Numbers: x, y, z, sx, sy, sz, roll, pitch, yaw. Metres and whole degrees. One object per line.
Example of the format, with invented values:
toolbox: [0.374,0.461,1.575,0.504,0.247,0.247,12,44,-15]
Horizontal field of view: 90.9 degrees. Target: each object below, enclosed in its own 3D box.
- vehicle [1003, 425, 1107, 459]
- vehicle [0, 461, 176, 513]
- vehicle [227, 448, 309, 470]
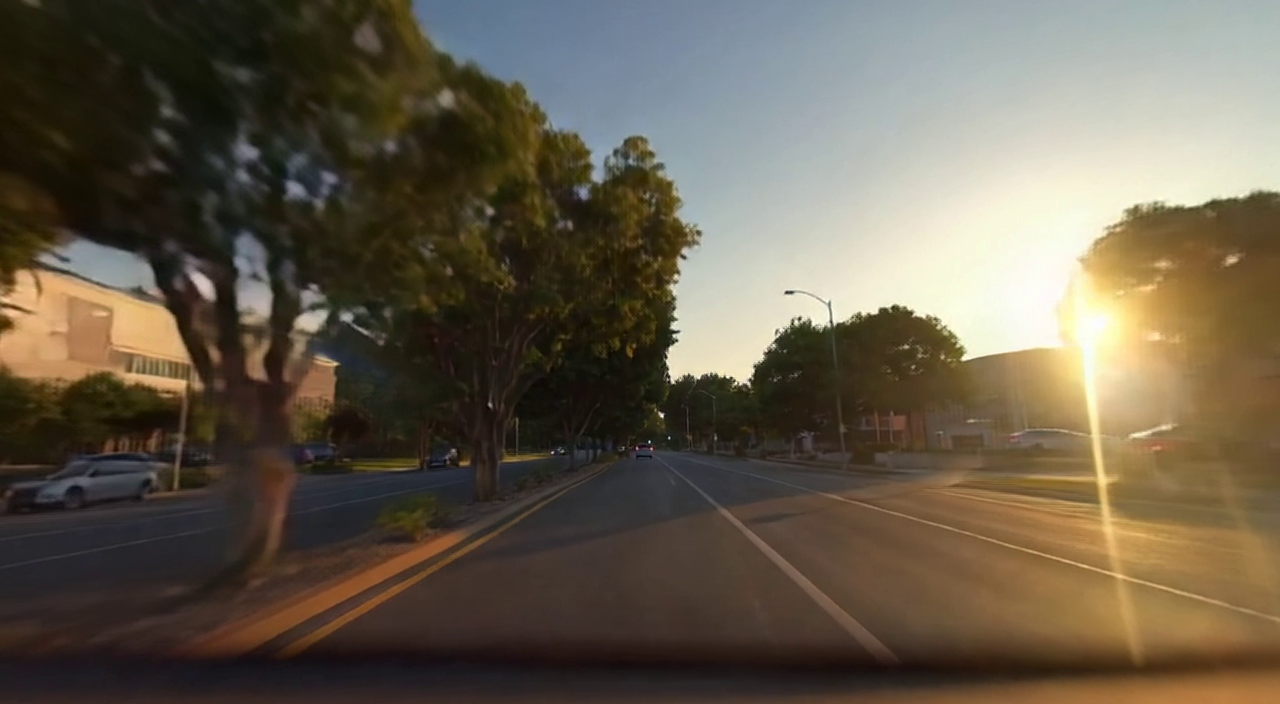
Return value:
vehicle: [22.970,5.048,35.174,2.217,1.737,4.962,0,-8,-3]
vehicle: [-19.039,4.632,22.056,1.815,1.453,4.870,0,-8,1]
vehicle: [-26.924,7.744,45.724,4.591,1.566,2.133,0,-8,-1]
